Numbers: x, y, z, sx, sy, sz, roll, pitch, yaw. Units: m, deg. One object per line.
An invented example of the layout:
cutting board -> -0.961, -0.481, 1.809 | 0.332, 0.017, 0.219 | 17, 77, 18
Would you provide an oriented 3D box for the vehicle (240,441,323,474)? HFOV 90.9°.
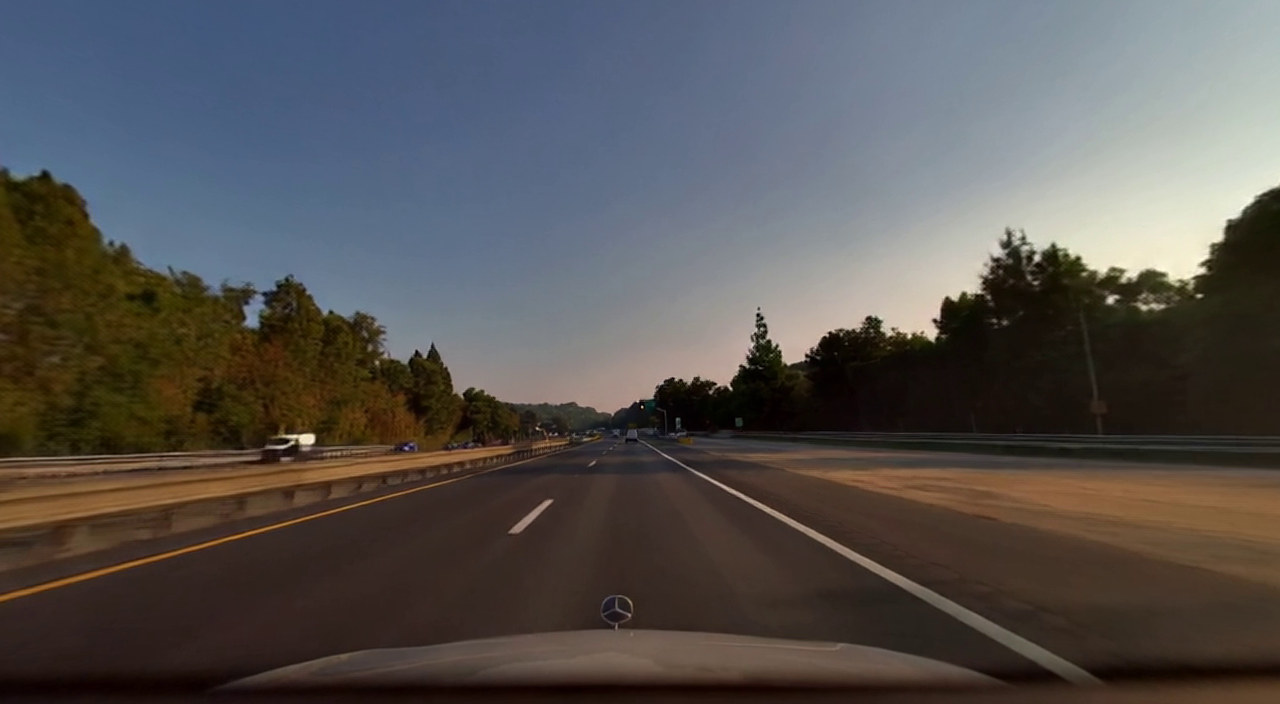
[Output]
vehicle -> -16.983, 4.991, 30.028 | 1.756, 1.429, 3.808 | 0, -8, -1
